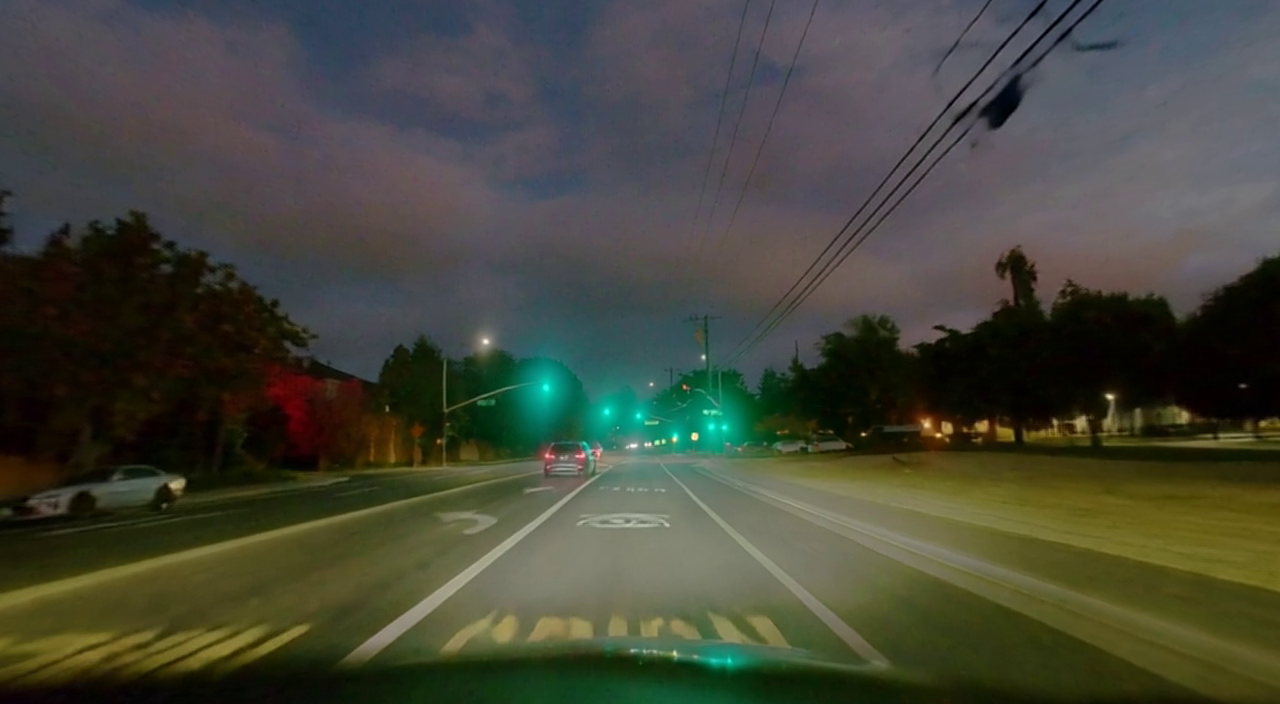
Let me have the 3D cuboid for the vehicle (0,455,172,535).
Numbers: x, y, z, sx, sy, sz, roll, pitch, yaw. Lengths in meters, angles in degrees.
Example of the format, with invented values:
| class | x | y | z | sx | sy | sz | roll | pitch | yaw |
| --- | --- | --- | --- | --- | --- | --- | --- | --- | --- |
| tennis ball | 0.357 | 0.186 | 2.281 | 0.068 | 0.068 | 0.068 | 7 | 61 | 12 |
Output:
| class | x | y | z | sx | sy | sz | roll | pitch | yaw |
| --- | --- | --- | --- | --- | --- | --- | --- | --- | --- |
| vehicle | -14.214 | 3.439 | 15.547 | 1.860 | 1.490 | 4.542 | -4 | -7 | 0 |

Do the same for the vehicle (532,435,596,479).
| class | x | y | z | sx | sy | sz | roll | pitch | yaw |
| --- | --- | --- | --- | --- | --- | --- | --- | --- | --- |
| vehicle | -3.133 | 4.468 | 27.055 | 2.084 | 1.701 | 4.734 | 0 | -8 | 1 |
